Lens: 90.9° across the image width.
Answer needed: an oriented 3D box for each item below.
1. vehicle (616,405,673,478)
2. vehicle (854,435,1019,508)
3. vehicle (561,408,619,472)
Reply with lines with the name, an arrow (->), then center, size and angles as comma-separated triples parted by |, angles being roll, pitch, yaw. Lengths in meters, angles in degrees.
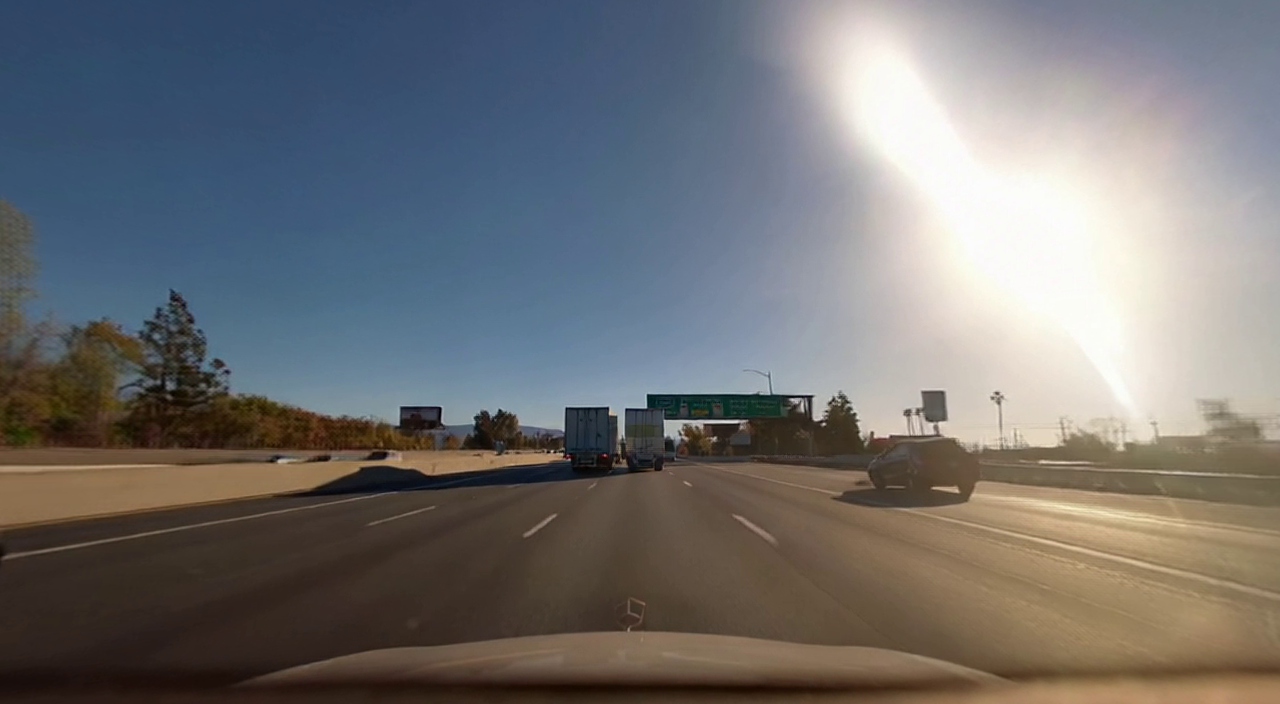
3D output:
vehicle -> 0.226, 5.494, 40.407 | 3.054, 3.944, 11.230 | -1, -6, 0
vehicle -> 7.239, 2.944, 16.032 | 1.969, 1.560, 4.394 | 0, -8, -1
vehicle -> -3.282, 6.260, 44.637 | 2.962, 3.947, 11.574 | 0, -8, 1
